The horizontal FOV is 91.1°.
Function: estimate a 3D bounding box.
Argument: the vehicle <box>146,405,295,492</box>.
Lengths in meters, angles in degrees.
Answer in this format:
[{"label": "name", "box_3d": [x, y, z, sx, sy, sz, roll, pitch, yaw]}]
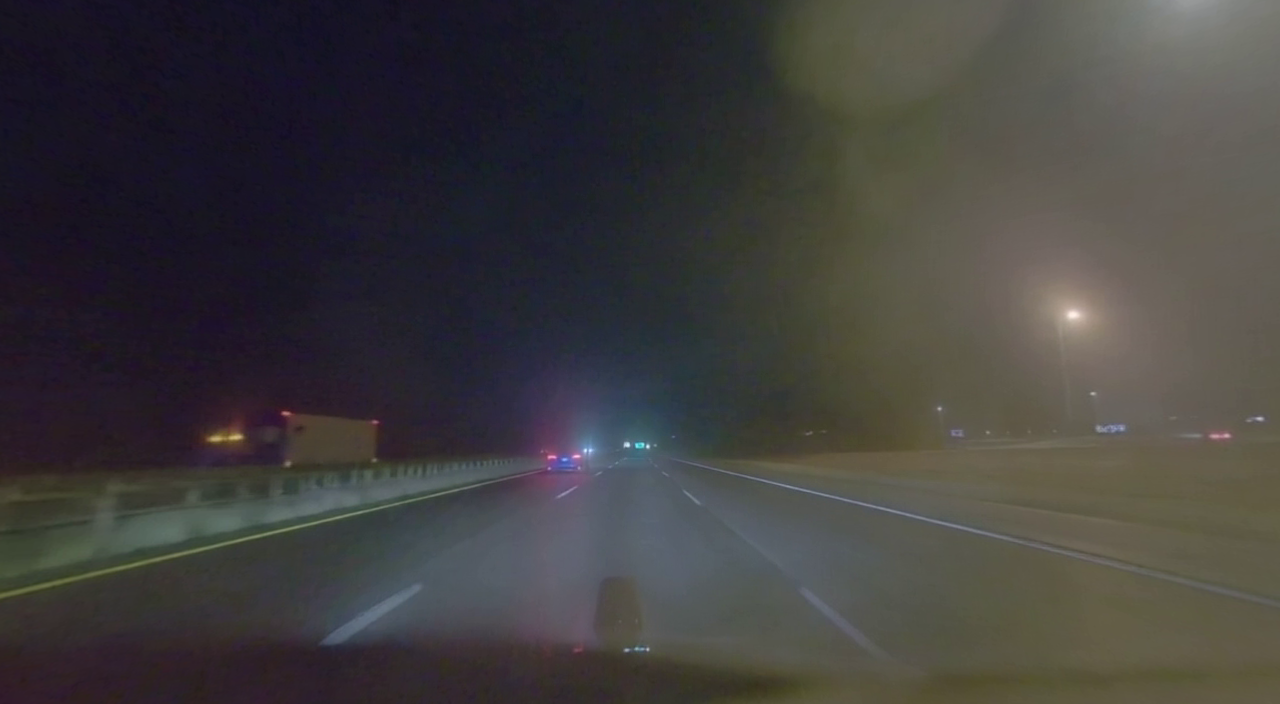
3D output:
[{"label": "vehicle", "box_3d": [-20.025, 4.686, 30.580, 2.971, 3.774, 5.969, 0, -9, -1]}]

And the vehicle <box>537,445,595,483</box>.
[{"label": "vehicle", "box_3d": [-3.278, 5.092, 28.902, 2.069, 1.573, 4.589, 0, -9, 1]}]
